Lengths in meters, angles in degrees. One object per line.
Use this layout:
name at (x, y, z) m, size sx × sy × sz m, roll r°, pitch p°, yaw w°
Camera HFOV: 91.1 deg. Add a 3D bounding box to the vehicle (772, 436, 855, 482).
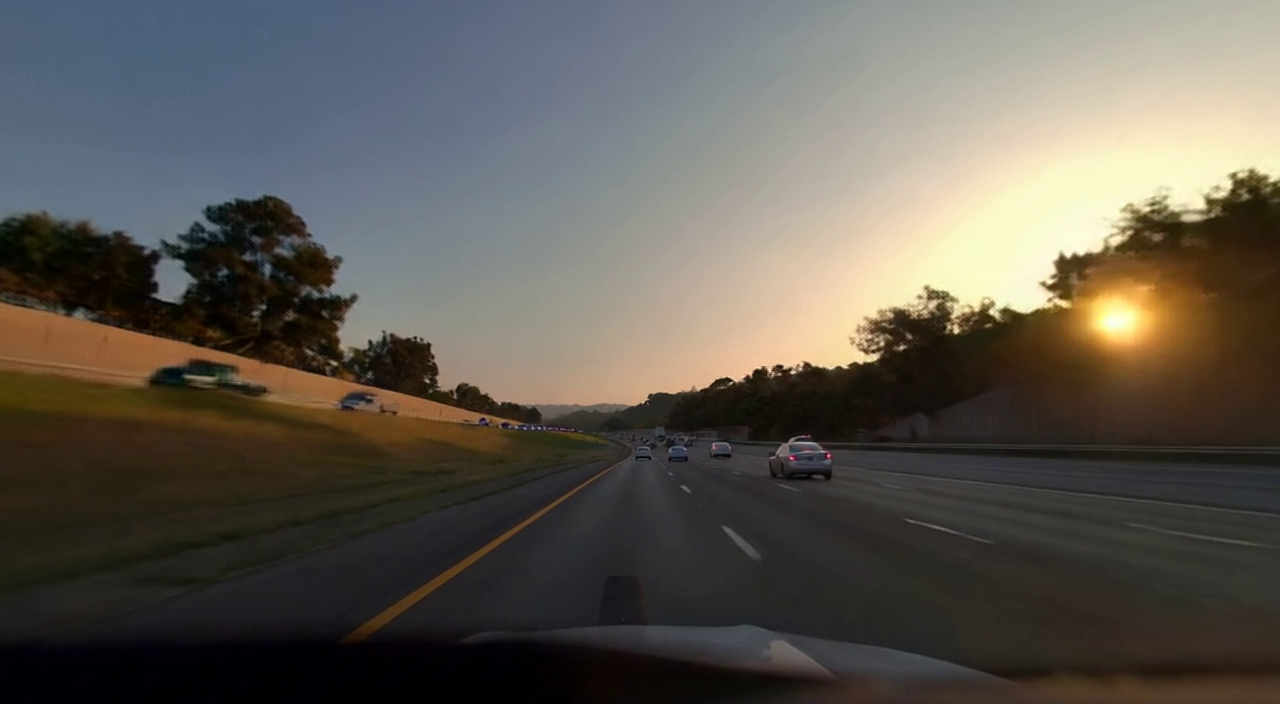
vehicle at (6.973, 4.358, 25.833) m, size 2.048 × 1.697 × 4.689 m, roll 0°, pitch -8°, yaw 0°
